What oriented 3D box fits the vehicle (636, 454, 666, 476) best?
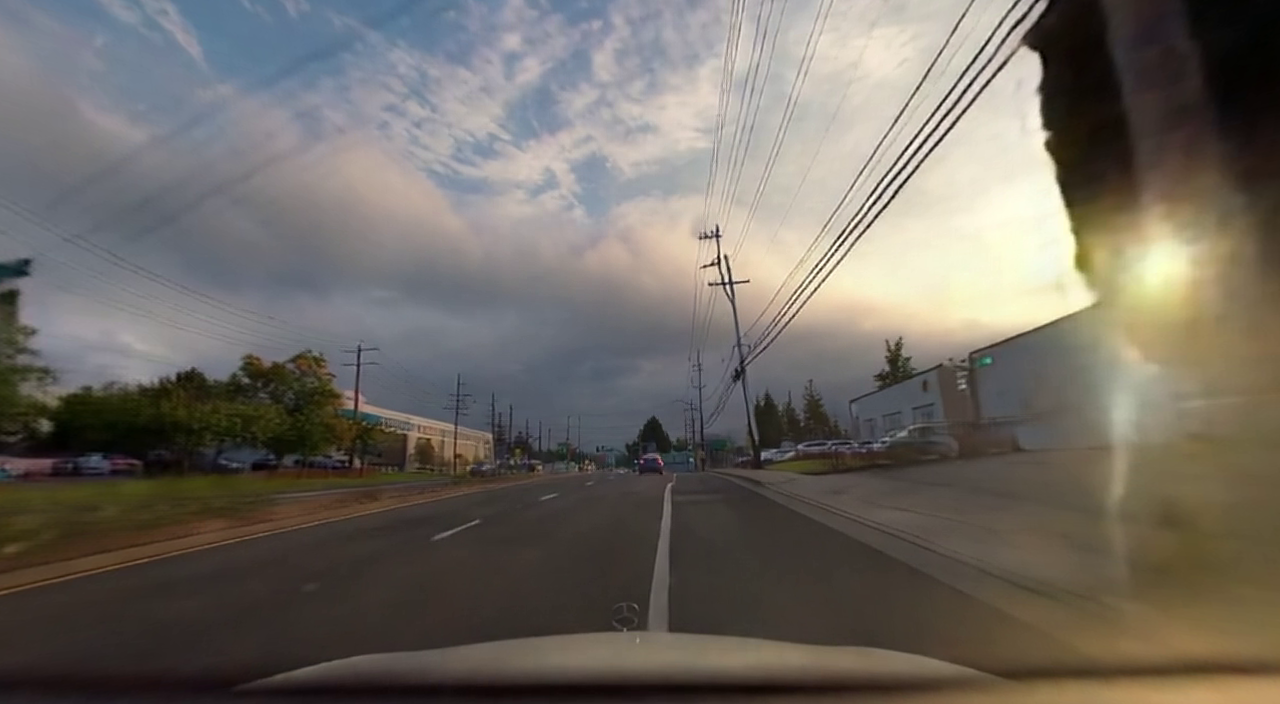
[{"bbox_3d":[0.859,8.458,47.264,2.114,1.492,4.453,-1,-9,2],"label":"vehicle"}]
